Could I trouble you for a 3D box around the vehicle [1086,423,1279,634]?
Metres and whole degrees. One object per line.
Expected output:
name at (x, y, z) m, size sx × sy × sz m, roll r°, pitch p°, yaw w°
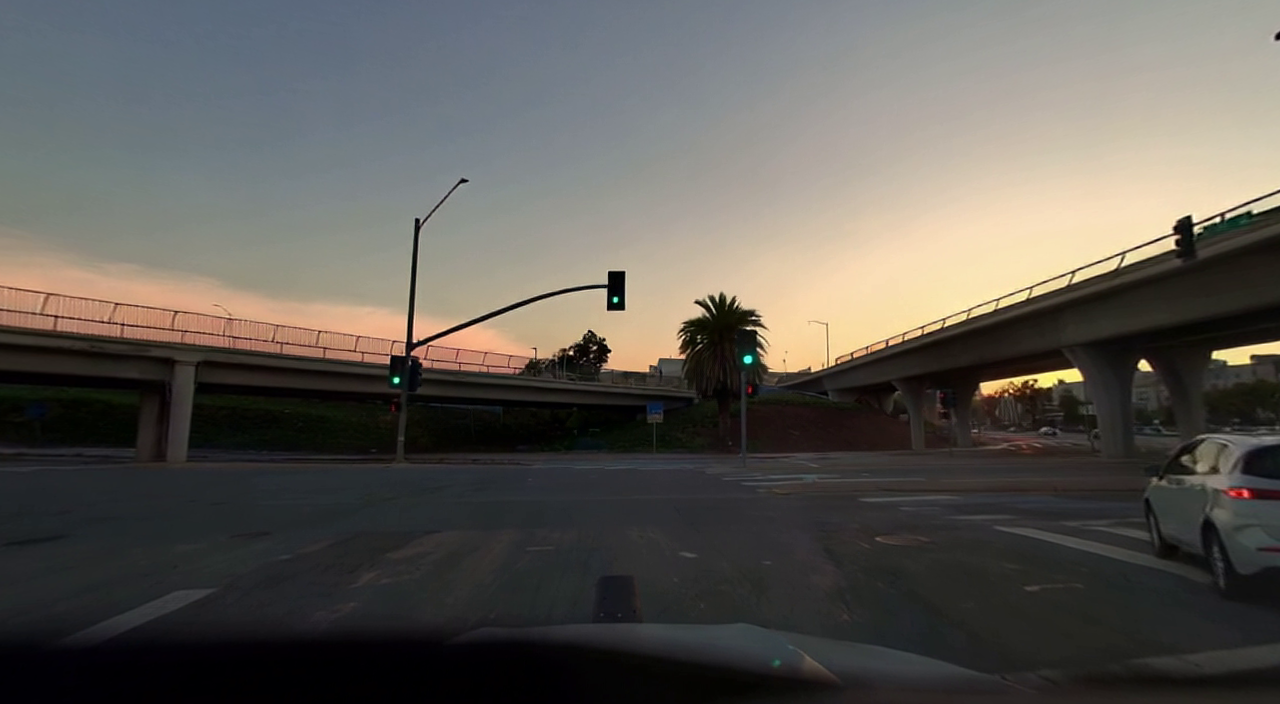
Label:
vehicle at (6.158, 1.519, 6.352) m, size 1.959 × 1.485 × 4.628 m, roll -4°, pitch -9°, yaw 26°
